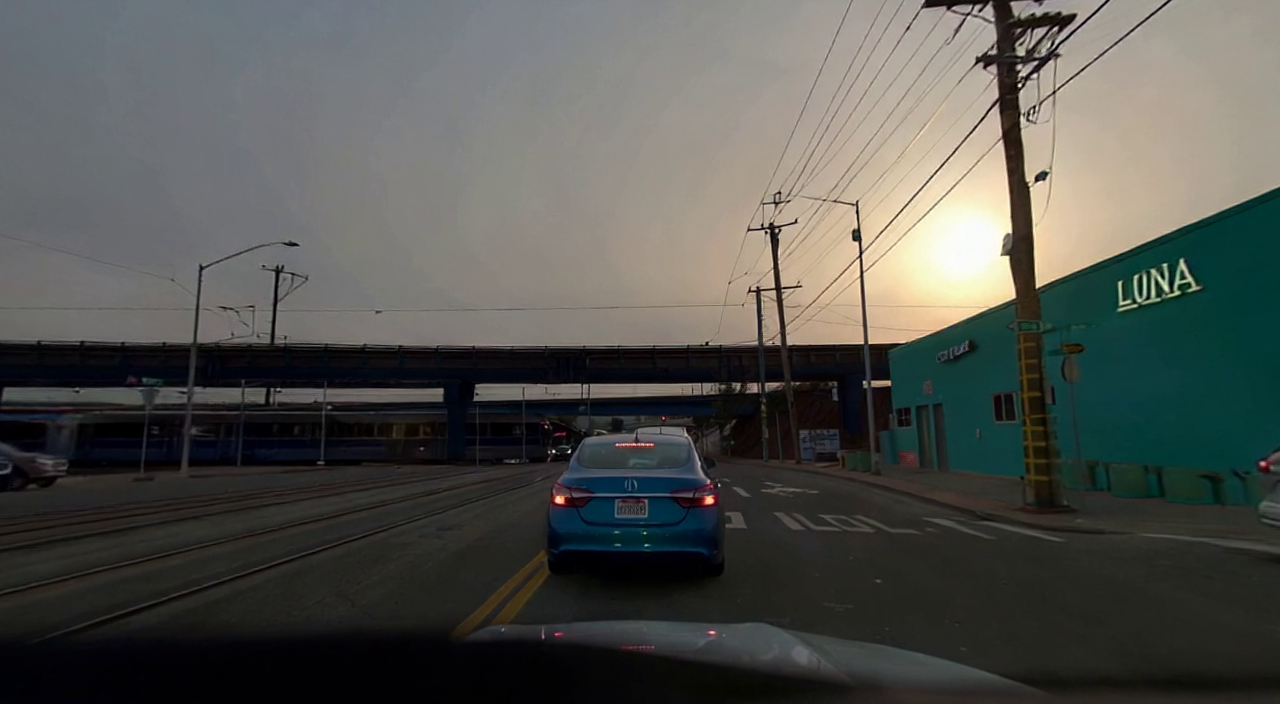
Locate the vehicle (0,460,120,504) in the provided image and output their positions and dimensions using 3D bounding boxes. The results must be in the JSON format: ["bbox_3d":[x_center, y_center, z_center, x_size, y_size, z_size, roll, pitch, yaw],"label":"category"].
[{"bbox_3d":[-21.922,4.680,22.846,4.566,1.453,1.935,-1,-9,5],"label":"vehicle"}]

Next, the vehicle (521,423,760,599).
[{"bbox_3d":[0.091,1.707,7.617,2.090,1.518,4.033,-1,-9,3],"label":"vehicle"}]
